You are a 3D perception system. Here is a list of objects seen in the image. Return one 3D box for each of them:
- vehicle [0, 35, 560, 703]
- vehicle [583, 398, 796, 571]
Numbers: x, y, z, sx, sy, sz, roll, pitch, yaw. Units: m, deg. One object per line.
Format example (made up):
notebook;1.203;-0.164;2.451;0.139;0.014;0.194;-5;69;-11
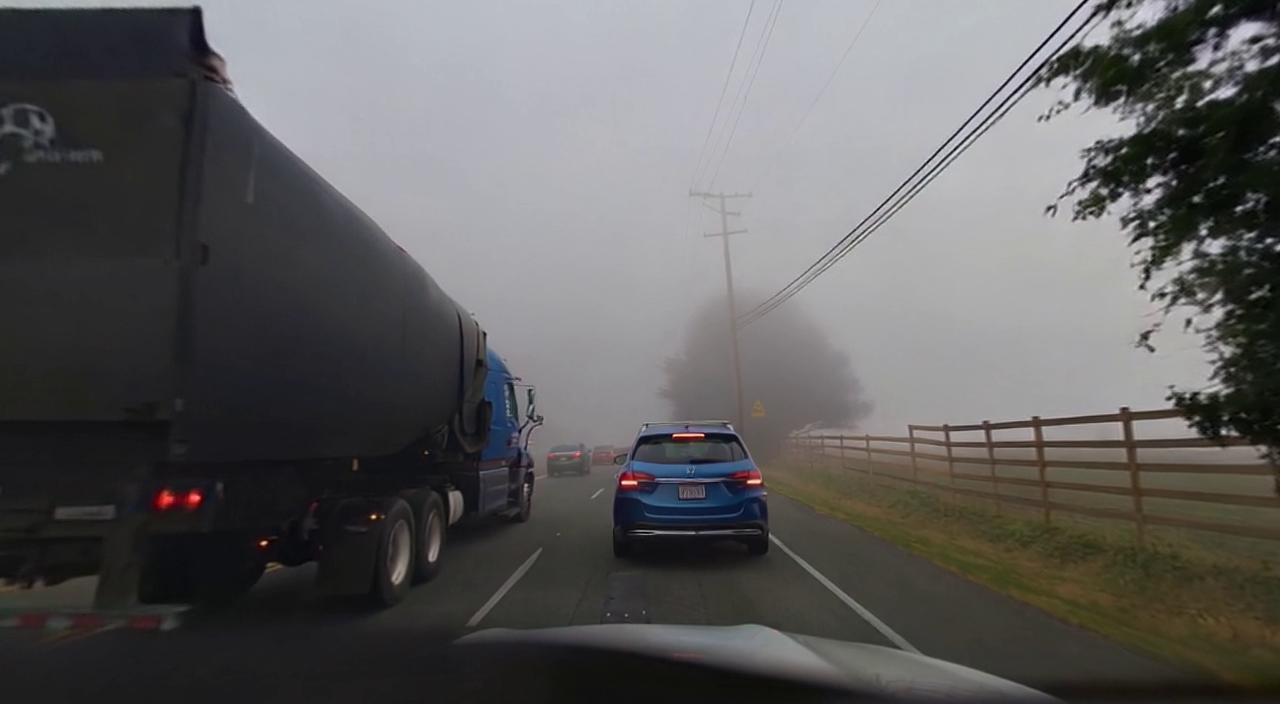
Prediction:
vehicle;-3.115;0.685;7.767;2.928;3.658;8.980;0;-9;1
vehicle;0.475;1.662;8.564;2.174;1.749;4.113;0;-9;-1
